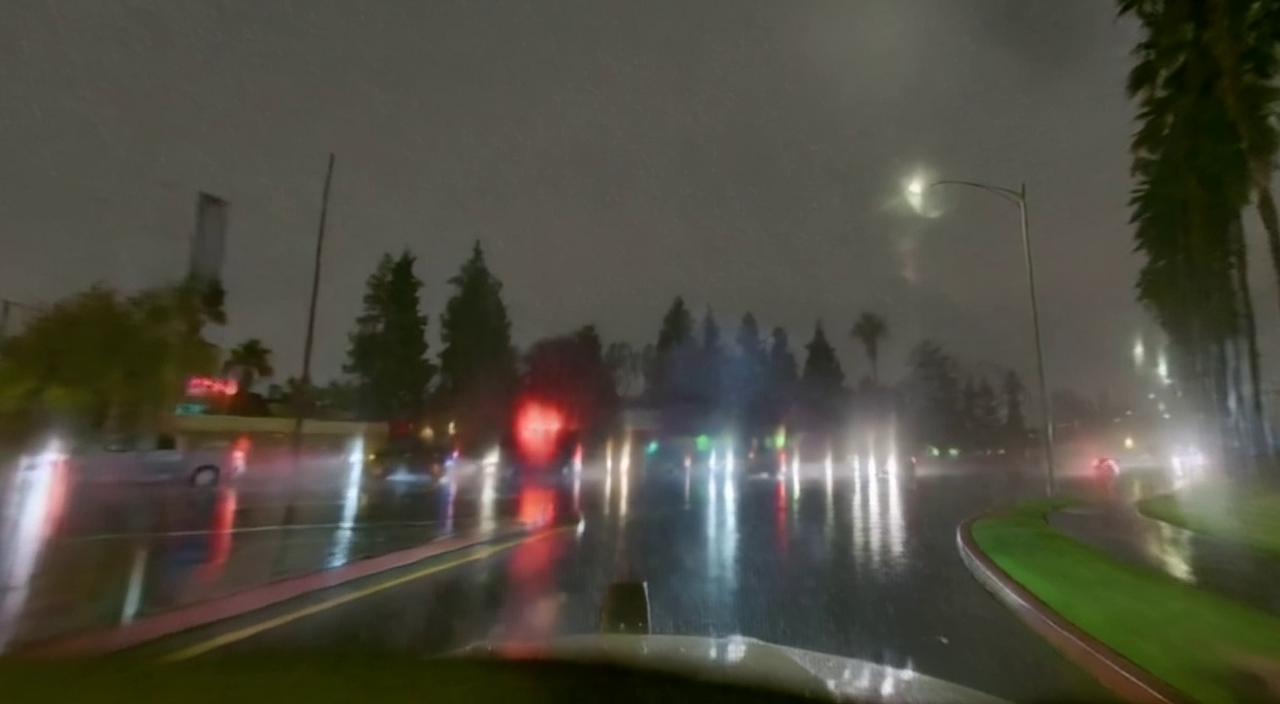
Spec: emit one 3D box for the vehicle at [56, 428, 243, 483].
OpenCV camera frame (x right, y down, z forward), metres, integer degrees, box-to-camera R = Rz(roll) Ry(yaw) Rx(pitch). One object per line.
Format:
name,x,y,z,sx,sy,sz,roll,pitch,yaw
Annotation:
vehicle,-16.575,3.488,21.408,4.713,1.664,1.909,7,-13,-44

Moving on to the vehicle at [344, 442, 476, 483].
vehicle,-10.010,4.832,27.635,5.112,1.593,1.865,8,-13,-43

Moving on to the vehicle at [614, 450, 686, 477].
vehicle,0.627,6.776,38.281,4.291,1.474,1.857,8,-15,-44

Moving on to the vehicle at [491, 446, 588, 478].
vehicle,-5.158,5.725,32.694,4.774,1.493,1.854,10,-12,-44

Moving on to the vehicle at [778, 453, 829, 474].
vehicle,13.010,8.795,49.733,4.306,1.535,1.813,9,-12,-43

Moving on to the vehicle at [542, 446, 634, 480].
vehicle,-2.527,5.467,31.149,4.356,1.543,1.844,9,-13,-44

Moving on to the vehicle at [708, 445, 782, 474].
vehicle,7.611,7.744,45.102,5.617,1.904,2.184,9,-15,-43

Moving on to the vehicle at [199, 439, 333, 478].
vehicle,-19.576,5.596,33.085,5.616,1.839,2.071,9,-13,-44
